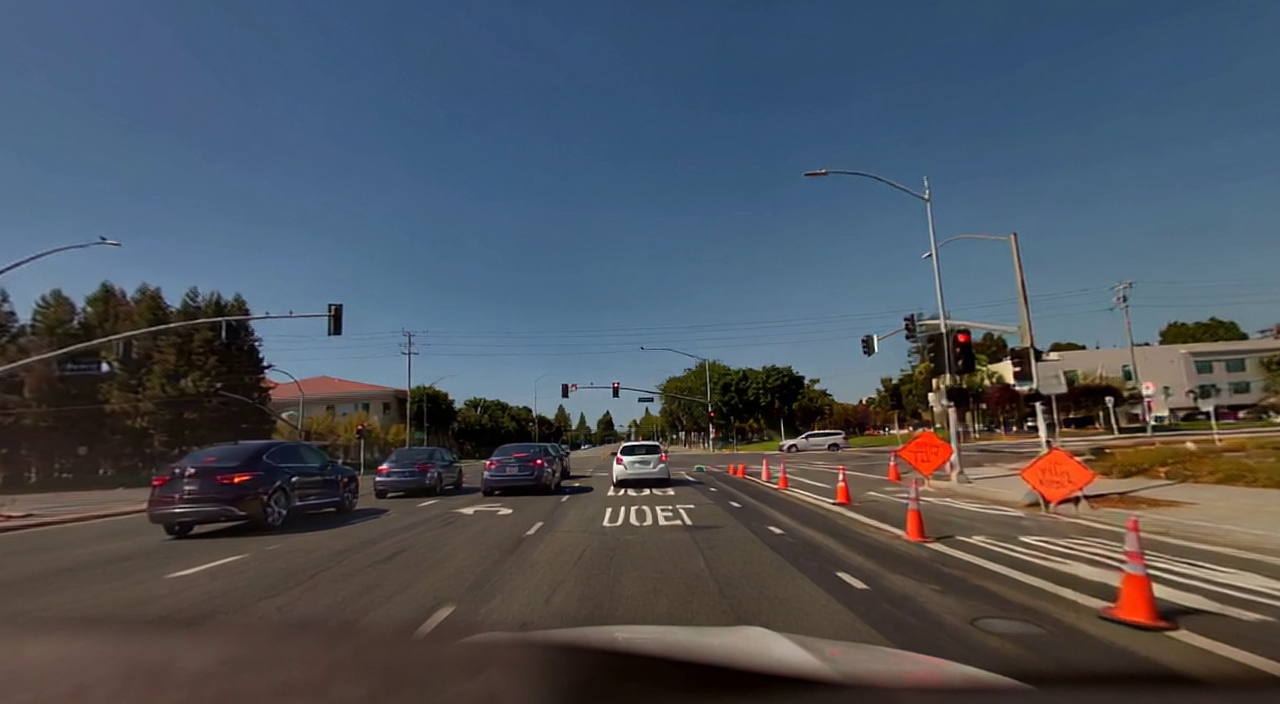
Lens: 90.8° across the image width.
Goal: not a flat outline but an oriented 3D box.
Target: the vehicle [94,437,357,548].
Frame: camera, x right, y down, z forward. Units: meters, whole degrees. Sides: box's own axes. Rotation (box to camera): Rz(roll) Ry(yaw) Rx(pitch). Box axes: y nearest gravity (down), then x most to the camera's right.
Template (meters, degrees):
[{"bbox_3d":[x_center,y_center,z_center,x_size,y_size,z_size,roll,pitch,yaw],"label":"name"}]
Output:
[{"bbox_3d":[-6.876,2.325,11.160,1.869,1.570,4.064,0,-8,0],"label":"vehicle"}]

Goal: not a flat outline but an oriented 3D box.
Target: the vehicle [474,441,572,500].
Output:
[{"bbox_3d":[-3.153,3.267,17.900,1.946,1.437,4.154,0,-8,1],"label":"vehicle"}]

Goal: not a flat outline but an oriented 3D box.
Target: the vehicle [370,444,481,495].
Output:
[{"bbox_3d":[-6.761,3.733,20.476,2.074,1.447,4.224,0,-8,1],"label":"vehicle"}]

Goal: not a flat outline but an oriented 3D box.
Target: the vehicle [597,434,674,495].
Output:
[{"bbox_3d":[-0.128,3.180,18.231,1.985,1.521,3.968,0,-8,0],"label":"vehicle"}]
